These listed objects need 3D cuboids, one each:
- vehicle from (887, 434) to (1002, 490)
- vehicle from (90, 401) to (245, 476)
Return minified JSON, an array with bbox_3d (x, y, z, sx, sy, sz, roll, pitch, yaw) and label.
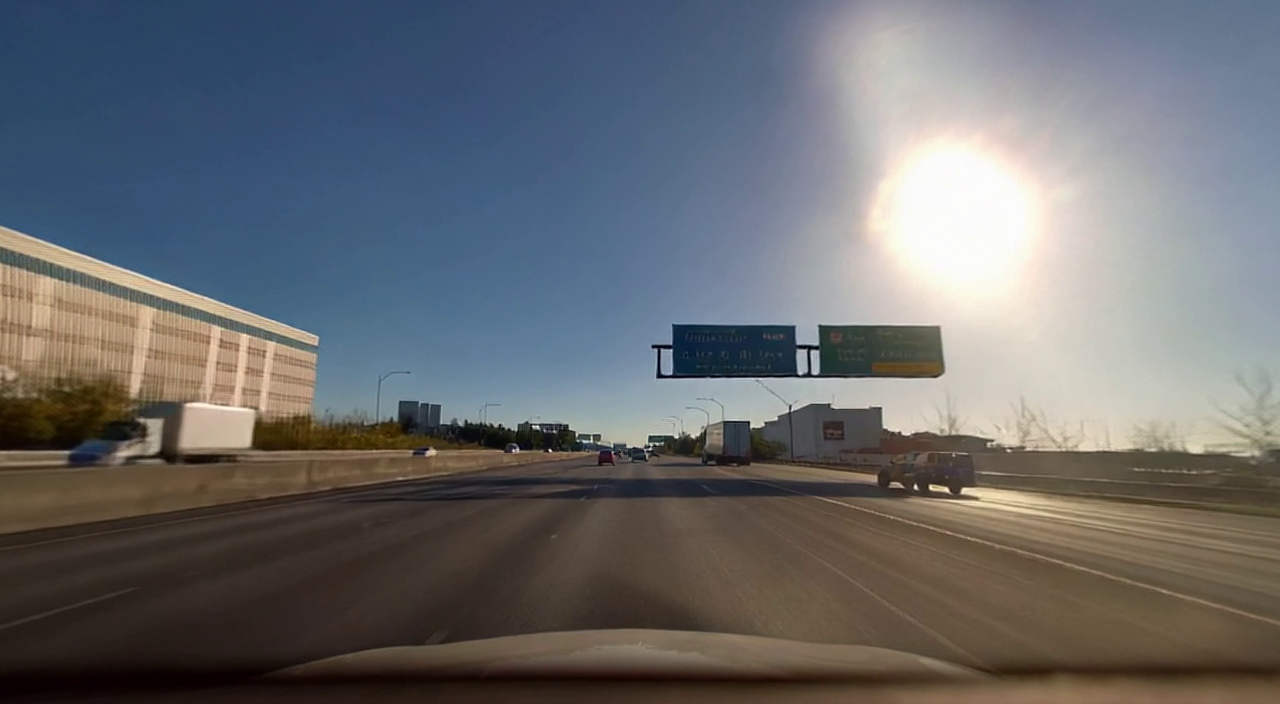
[{"bbox_3d":[13.905,5.055,29.325,2.411,2.326,5.300,0,-9,-3],"label":"vehicle"},{"bbox_3d":[-23.925,4.494,32.505,2.745,3.437,6.513,0,-8,1],"label":"vehicle"}]
